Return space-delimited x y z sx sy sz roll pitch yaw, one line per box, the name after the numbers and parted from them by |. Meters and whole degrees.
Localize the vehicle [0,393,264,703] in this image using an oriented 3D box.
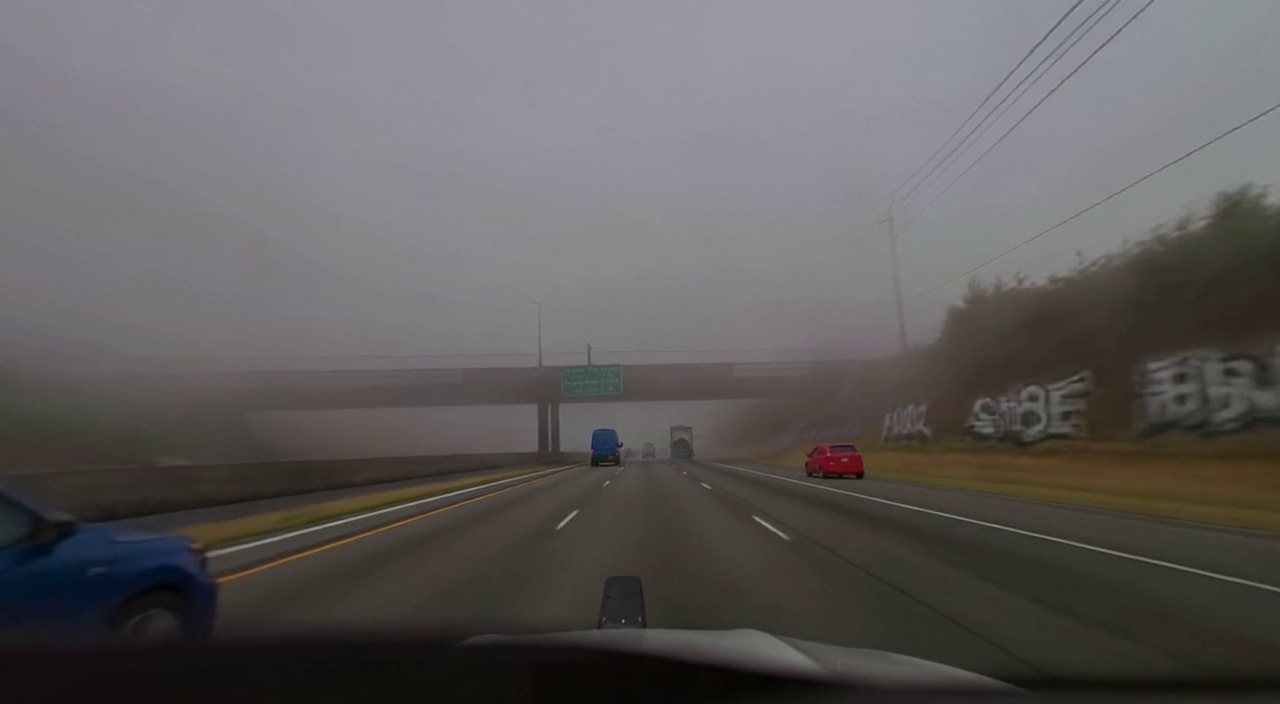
-3.166 0.725 1.115 2.029 1.472 4.721 0 -9 1 | vehicle

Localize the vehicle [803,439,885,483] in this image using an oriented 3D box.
8.360 4.512 26.212 1.936 1.664 4.198 0 -9 -1 | vehicle

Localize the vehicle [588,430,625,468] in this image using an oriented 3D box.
-2.378 7.152 46.420 2.451 2.627 5.868 0 -9 0 | vehicle
